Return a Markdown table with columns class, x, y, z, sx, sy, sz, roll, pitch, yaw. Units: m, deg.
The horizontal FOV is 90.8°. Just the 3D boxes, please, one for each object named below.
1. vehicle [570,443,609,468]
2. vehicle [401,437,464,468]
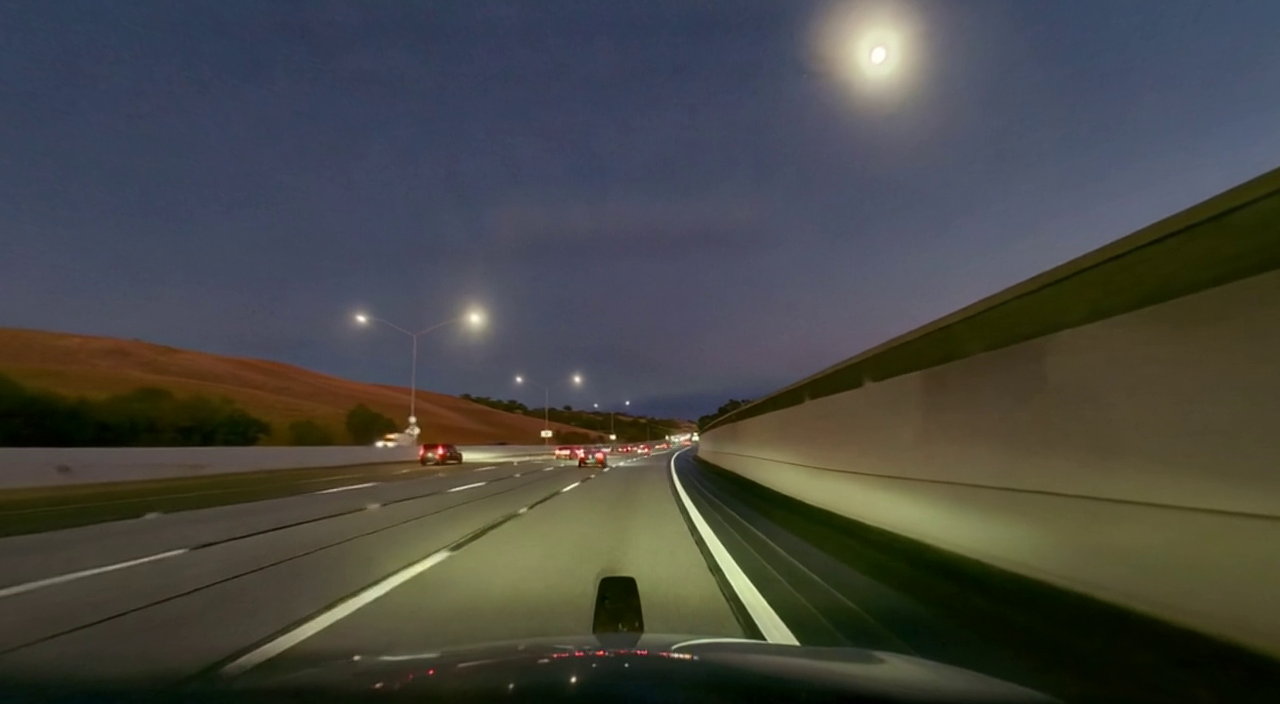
| class | x | y | z | sx | sy | sz | roll | pitch | yaw |
| --- | --- | --- | --- | --- | --- | --- | --- | --- | --- |
| vehicle | -3.068 | 6.444 | 39.446 | 1.931 | 1.492 | 4.076 | 0 | -8 | 2 |
| vehicle | -12.681 | 6.173 | 38.987 | 2.076 | 1.766 | 4.831 | 0 | -8 | 2 |
